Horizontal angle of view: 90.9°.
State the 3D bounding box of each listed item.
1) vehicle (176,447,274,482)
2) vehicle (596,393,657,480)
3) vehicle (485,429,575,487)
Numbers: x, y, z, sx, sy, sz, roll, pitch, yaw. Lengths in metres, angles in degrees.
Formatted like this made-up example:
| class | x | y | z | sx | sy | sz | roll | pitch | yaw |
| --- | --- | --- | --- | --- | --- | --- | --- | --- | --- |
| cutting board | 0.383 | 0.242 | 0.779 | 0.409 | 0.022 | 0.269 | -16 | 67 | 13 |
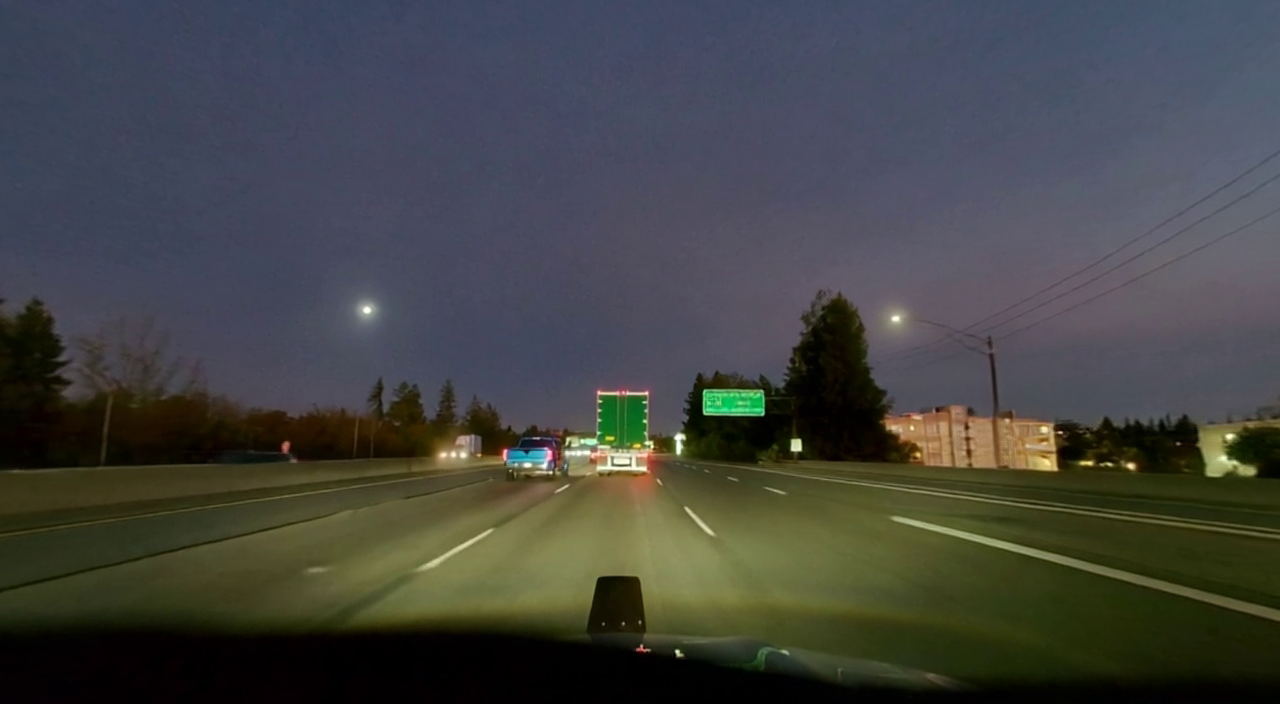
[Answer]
| class | x | y | z | sx | sy | sz | roll | pitch | yaw |
| --- | --- | --- | --- | --- | --- | --- | --- | --- | --- |
| vehicle | -19.166 | 5.170 | 29.373 | 1.833 | 1.455 | 4.093 | 0 | -8 | -1 |
| vehicle | -0.716 | 4.947 | 36.585 | 2.879 | 4.085 | 13.125 | 0 | -8 | -1 |
| vehicle | -4.466 | 4.451 | 26.943 | 2.749 | 2.141 | 6.515 | 0 | -8 | -1 |
